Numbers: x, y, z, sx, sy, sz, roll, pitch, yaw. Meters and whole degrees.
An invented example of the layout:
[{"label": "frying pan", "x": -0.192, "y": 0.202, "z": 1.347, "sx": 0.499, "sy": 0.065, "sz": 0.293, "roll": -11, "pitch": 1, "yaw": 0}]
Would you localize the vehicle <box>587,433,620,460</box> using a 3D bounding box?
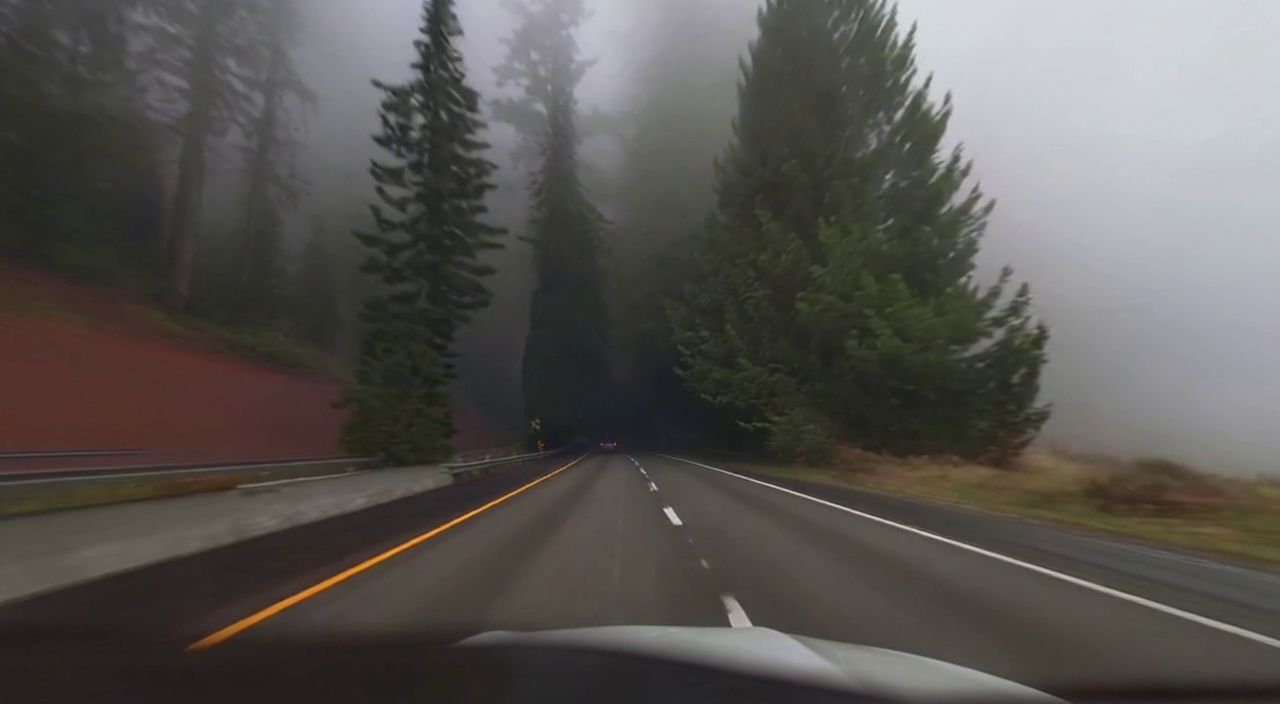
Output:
[{"label": "vehicle", "x": -2.798, "y": 7.339, "z": 48.927, "sx": 2.376, "sy": 1.977, "sz": 5.369, "roll": 0, "pitch": -8, "yaw": -2}]
